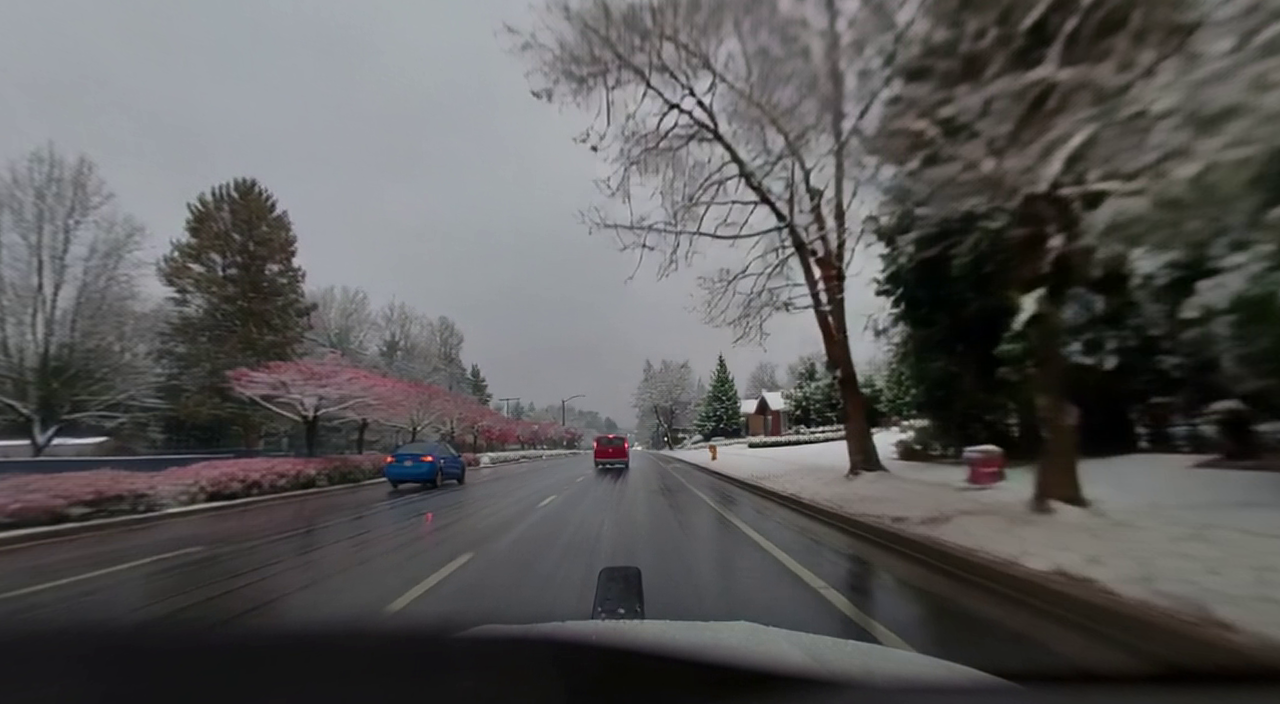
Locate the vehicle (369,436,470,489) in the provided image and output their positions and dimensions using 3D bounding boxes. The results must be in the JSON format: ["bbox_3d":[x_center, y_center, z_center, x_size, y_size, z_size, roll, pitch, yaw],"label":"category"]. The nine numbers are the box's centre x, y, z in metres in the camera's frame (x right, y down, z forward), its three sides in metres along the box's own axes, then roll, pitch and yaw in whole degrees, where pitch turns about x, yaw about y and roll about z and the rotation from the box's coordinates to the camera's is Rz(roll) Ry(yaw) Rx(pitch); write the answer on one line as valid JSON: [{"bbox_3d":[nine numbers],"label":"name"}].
[{"bbox_3d":[-7.717,3.892,22.641,1.993,1.657,4.487,0,-8,0],"label":"vehicle"}]

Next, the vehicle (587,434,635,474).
[{"bbox_3d":[-1.294,4.883,30.577,2.070,1.764,4.552,0,-8,0],"label":"vehicle"}]
